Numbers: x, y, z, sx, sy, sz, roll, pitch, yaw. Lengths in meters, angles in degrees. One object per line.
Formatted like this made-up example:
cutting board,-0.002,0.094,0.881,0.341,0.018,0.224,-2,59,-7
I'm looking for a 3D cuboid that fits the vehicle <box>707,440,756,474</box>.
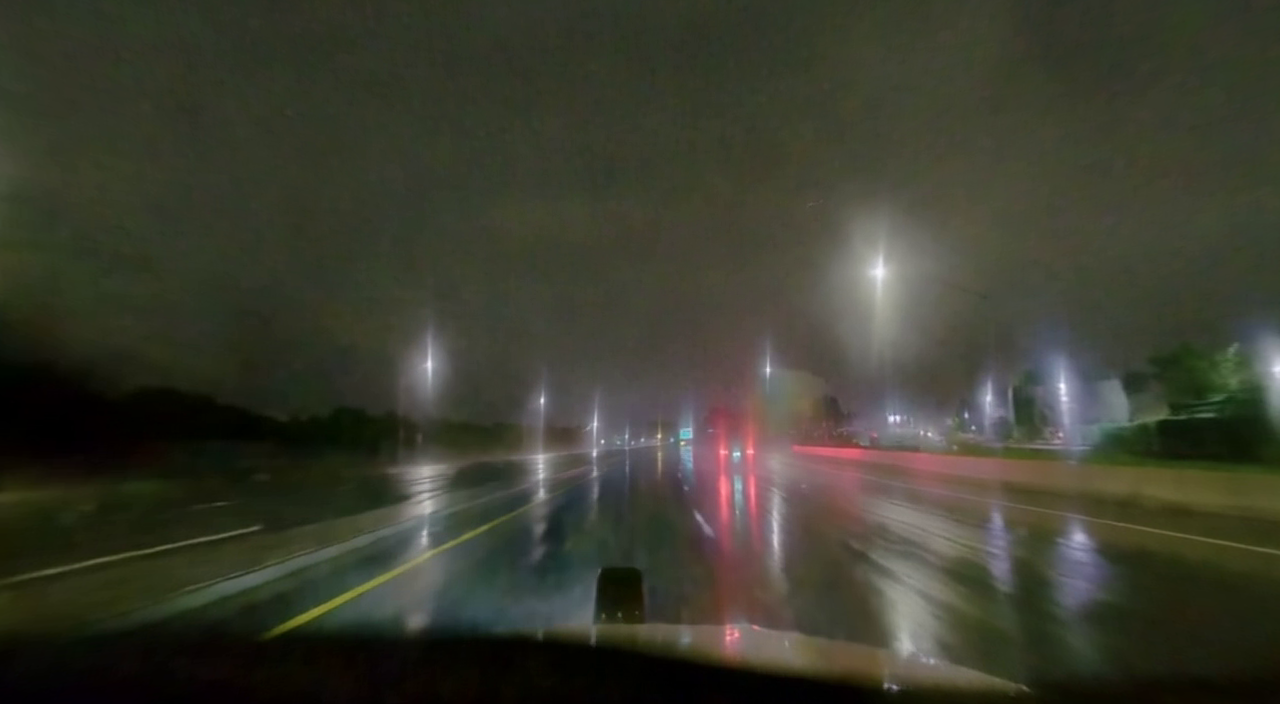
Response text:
vehicle,4.296,4.988,30.238,1.874,1.506,4.116,-1,-8,2
